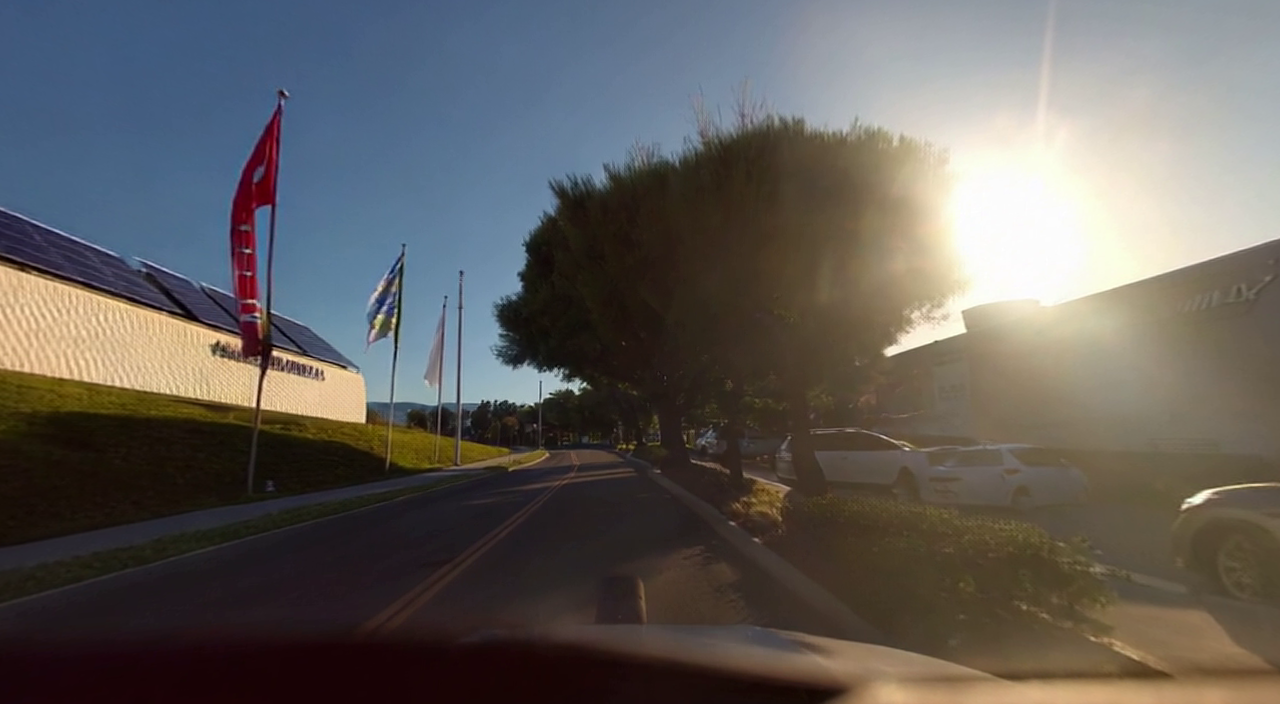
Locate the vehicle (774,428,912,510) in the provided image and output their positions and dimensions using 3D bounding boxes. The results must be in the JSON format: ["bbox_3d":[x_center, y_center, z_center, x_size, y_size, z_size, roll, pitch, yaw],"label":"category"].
[{"bbox_3d":[5.161,3.019,16.696,1.977,1.860,4.237,0,-9,-4],"label":"vehicle"}]

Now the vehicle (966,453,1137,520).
[{"bbox_3d":[10.480,3.402,16.432,1.819,1.494,3.834,0,-9,0],"label":"vehicle"}]

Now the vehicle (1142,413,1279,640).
[{"bbox_3d":[7.064,1.385,4.697,2.113,1.945,4.546,3,-10,-23],"label":"vehicle"}]

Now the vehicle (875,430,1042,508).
[{"bbox_3d":[7.961,2.969,16.366,1.924,1.713,4.627,0,-9,0],"label":"vehicle"}]
